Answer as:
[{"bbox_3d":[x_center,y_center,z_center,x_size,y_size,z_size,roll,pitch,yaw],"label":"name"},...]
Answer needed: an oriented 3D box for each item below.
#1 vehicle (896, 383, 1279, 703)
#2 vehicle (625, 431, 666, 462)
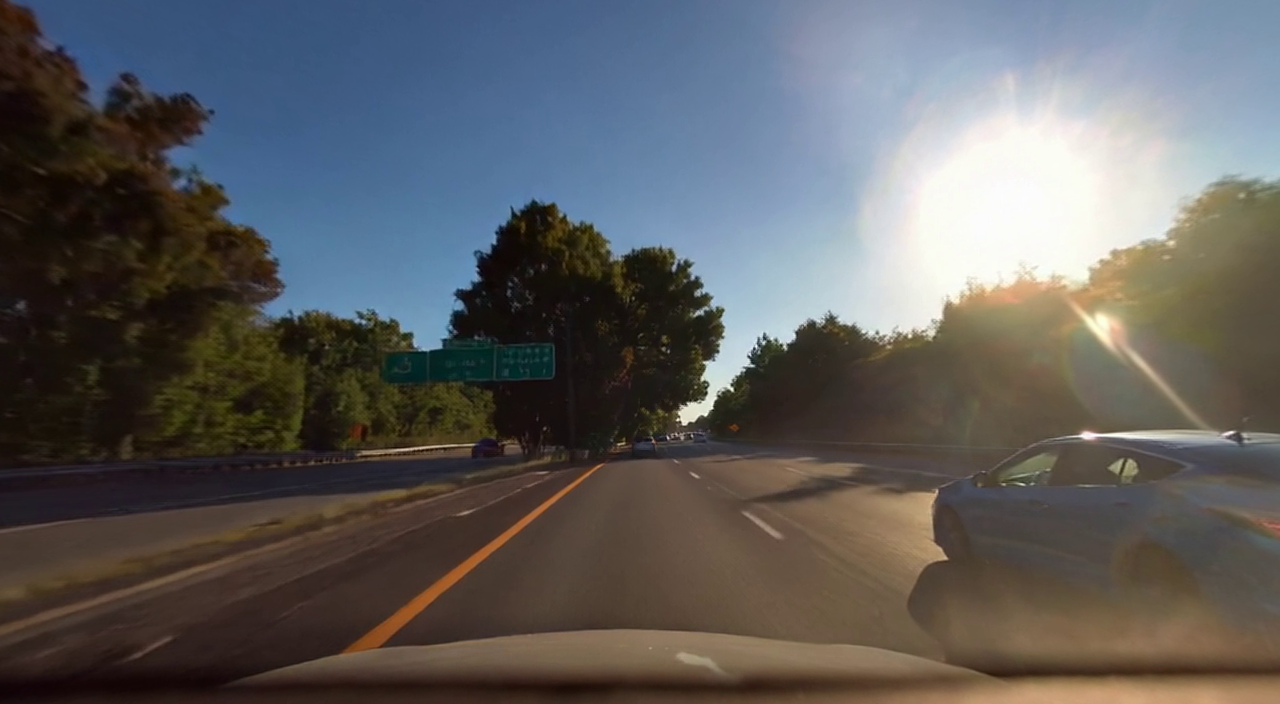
[{"bbox_3d":[3.745,1.093,4.321,1.981,1.467,4.459,0,-8,-2],"label":"vehicle"},{"bbox_3d":[0.238,5.042,33.744,2.046,1.526,3.903,0,-8,-1],"label":"vehicle"}]
